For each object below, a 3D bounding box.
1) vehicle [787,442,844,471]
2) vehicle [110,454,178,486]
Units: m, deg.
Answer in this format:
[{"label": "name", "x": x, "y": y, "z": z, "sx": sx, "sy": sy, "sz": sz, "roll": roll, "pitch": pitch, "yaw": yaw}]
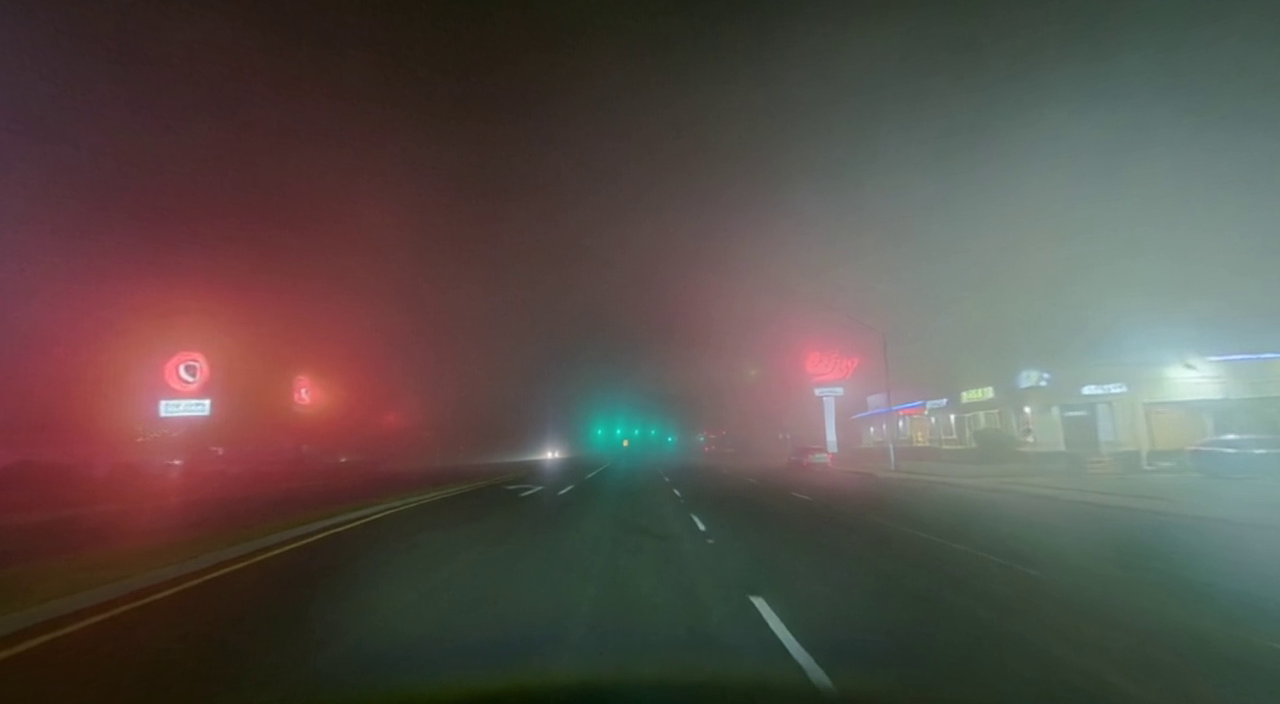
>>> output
[{"label": "vehicle", "x": 10.116, "y": 6.067, "z": 36.780, "sx": 1.886, "sy": 1.556, "sz": 4.513, "roll": 0, "pitch": -8, "yaw": -2}, {"label": "vehicle", "x": -34.923, "y": 8.359, "z": 44.673, "sx": 2.341, "sy": 2.080, "sz": 5.408, "roll": 4, "pitch": -12, "yaw": -23}]
